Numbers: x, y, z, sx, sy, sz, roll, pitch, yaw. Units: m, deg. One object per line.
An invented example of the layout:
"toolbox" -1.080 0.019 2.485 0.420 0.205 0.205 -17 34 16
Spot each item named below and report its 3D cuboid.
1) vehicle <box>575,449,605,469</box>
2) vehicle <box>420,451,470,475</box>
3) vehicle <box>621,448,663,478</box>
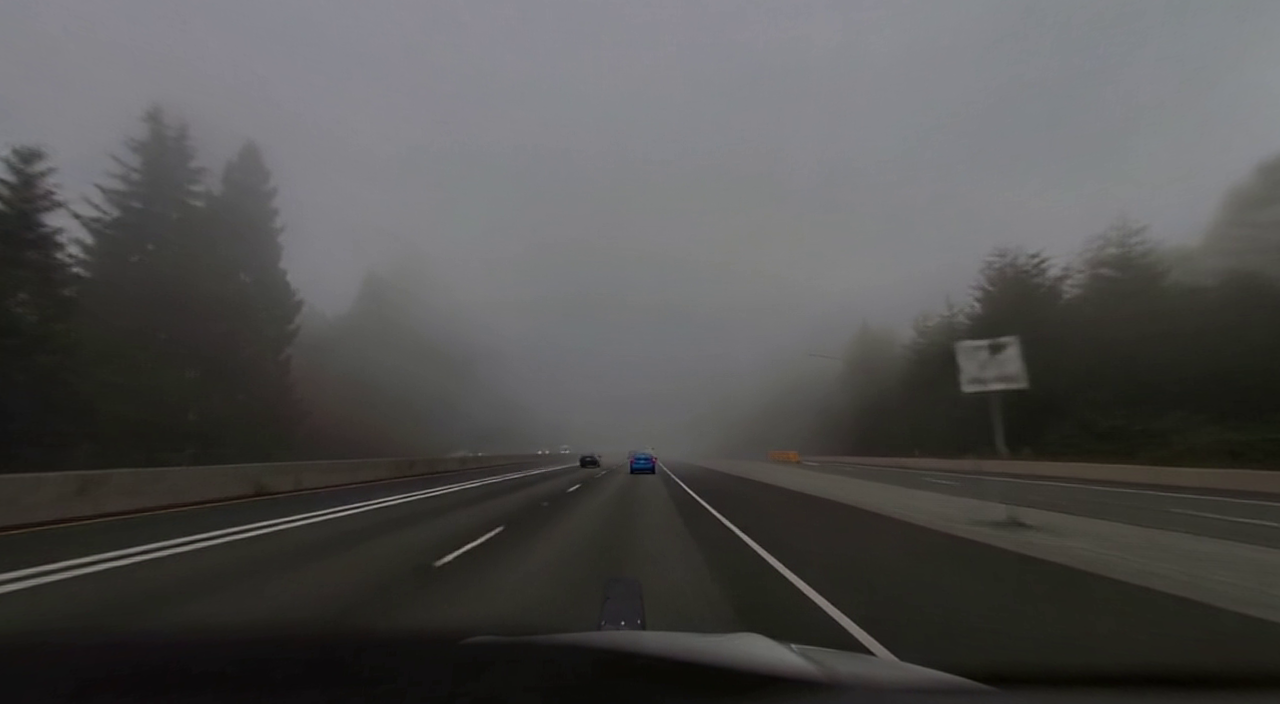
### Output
"vehicle" -3.759 8.160 48.223 1.877 1.504 3.799 0 -9 1
"vehicle" -13.355 7.605 43.411 1.894 1.477 4.621 0 -9 0
"vehicle" 0.084 5.624 32.150 2.002 1.449 3.612 0 -9 0
